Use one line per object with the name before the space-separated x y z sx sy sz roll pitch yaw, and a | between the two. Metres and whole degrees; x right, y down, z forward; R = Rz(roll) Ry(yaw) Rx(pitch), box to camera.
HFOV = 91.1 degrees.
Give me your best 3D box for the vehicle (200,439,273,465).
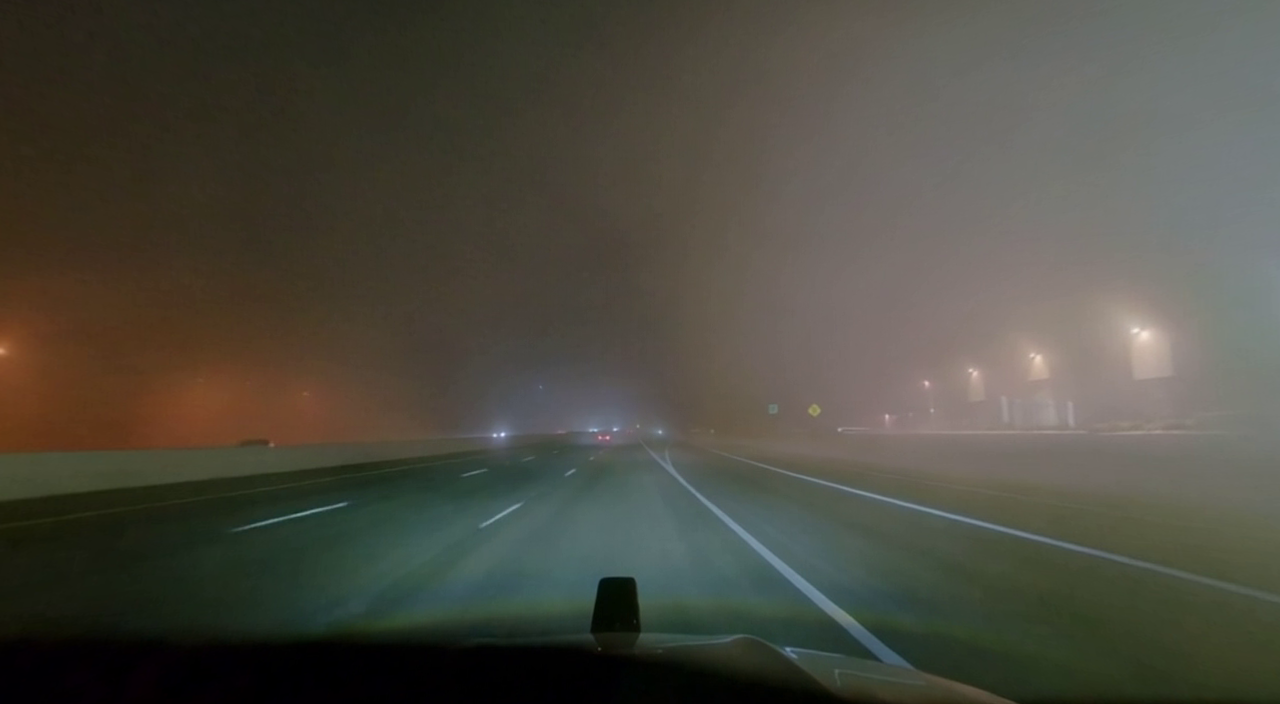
vehicle | -24.909 6.180 38.989 1.840 1.491 4.012 0 -8 0
